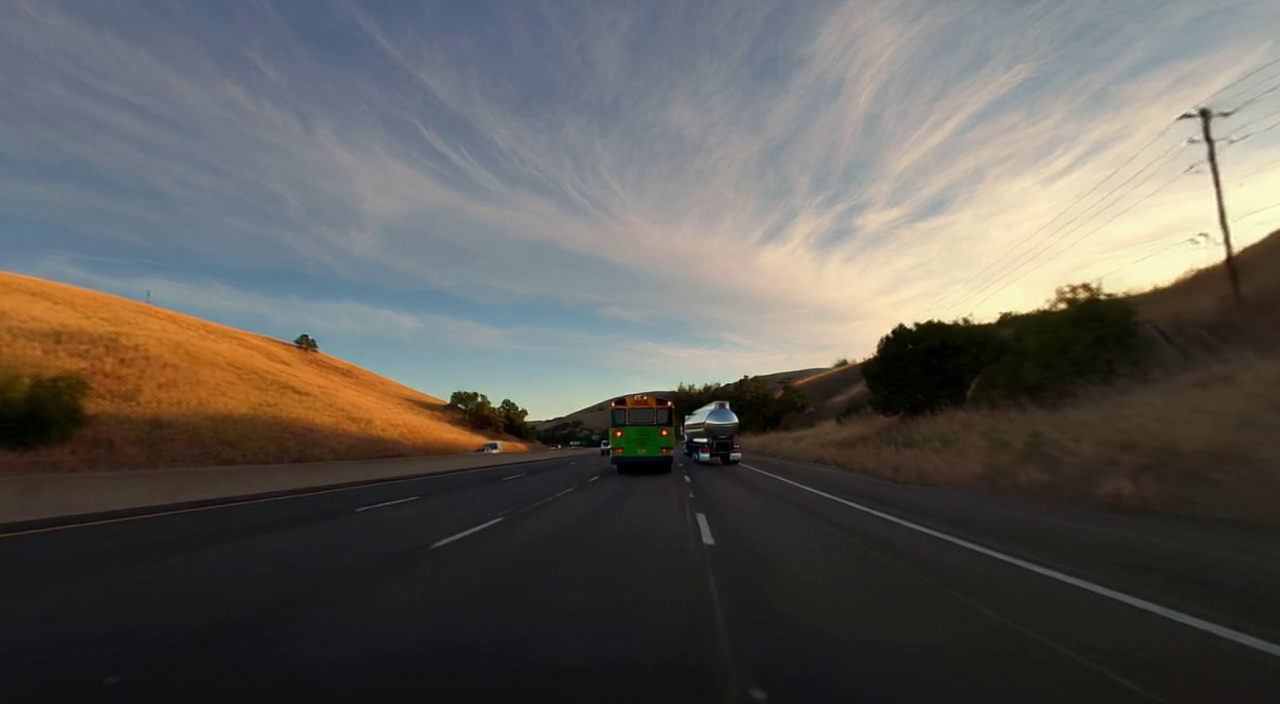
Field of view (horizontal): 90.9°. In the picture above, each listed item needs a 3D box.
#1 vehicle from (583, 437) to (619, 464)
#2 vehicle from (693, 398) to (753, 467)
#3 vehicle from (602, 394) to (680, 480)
[{"bbox_3d":[-2.765,7.130,45.976,2.179,1.846,4.335,0,-8,3],"label":"vehicle"},{"bbox_3d":[4.812,4.877,37.718,2.716,3.705,7.018,0,-8,1],"label":"vehicle"},{"bbox_3d":[0.262,3.988,29.416,2.948,3.265,10.569,0,-8,3],"label":"vehicle"}]
